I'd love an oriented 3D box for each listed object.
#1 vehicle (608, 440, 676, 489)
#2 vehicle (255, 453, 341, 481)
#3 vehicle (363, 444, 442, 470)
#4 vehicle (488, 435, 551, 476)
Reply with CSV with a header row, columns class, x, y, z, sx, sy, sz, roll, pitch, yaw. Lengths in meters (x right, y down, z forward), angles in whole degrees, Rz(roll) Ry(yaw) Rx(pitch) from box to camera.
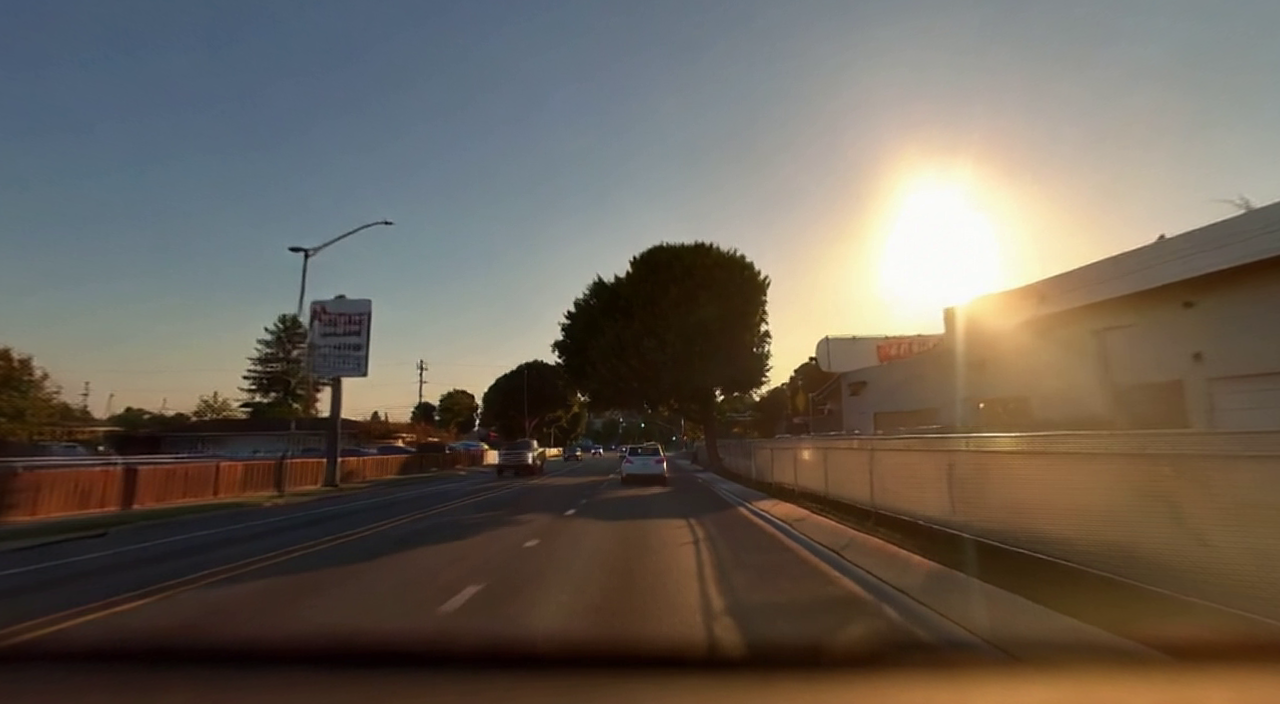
class,x,y,z,sx,sy,sz,roll,pitch,yaw
vehicle,0.060,3.815,21.668,2.144,1.514,4.063,0,-9,0
vehicle,-20.327,6.818,37.322,4.332,1.560,1.841,-2,-9,15
vehicle,-18.022,7.982,47.812,5.085,1.906,2.153,0,-9,2
vehicle,-6.662,5.822,35.524,2.340,2.103,5.526,0,-9,2
